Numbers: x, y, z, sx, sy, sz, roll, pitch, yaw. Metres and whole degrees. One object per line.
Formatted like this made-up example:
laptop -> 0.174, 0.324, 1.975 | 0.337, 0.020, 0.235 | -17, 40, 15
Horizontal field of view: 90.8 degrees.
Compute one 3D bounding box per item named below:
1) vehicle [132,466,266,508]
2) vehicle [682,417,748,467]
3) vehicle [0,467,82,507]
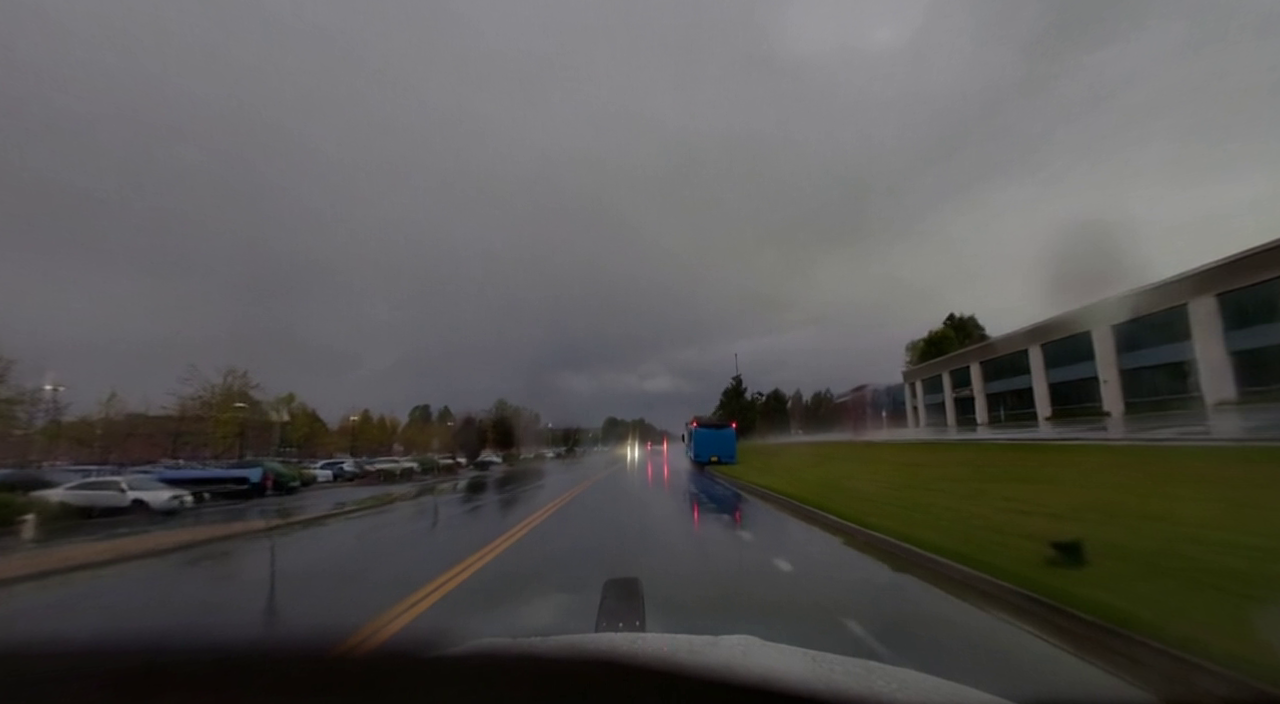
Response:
vehicle -> -22.129, 6.728, 32.019 | 2.233, 1.709, 5.161 | -3, -9, 18
vehicle -> 4.915, 6.240, 43.778 | 3.282, 3.067, 10.181 | 0, -8, 0
vehicle -> -32.478, 7.079, 32.876 | 4.996, 1.817, 2.054 | -3, -9, 2
